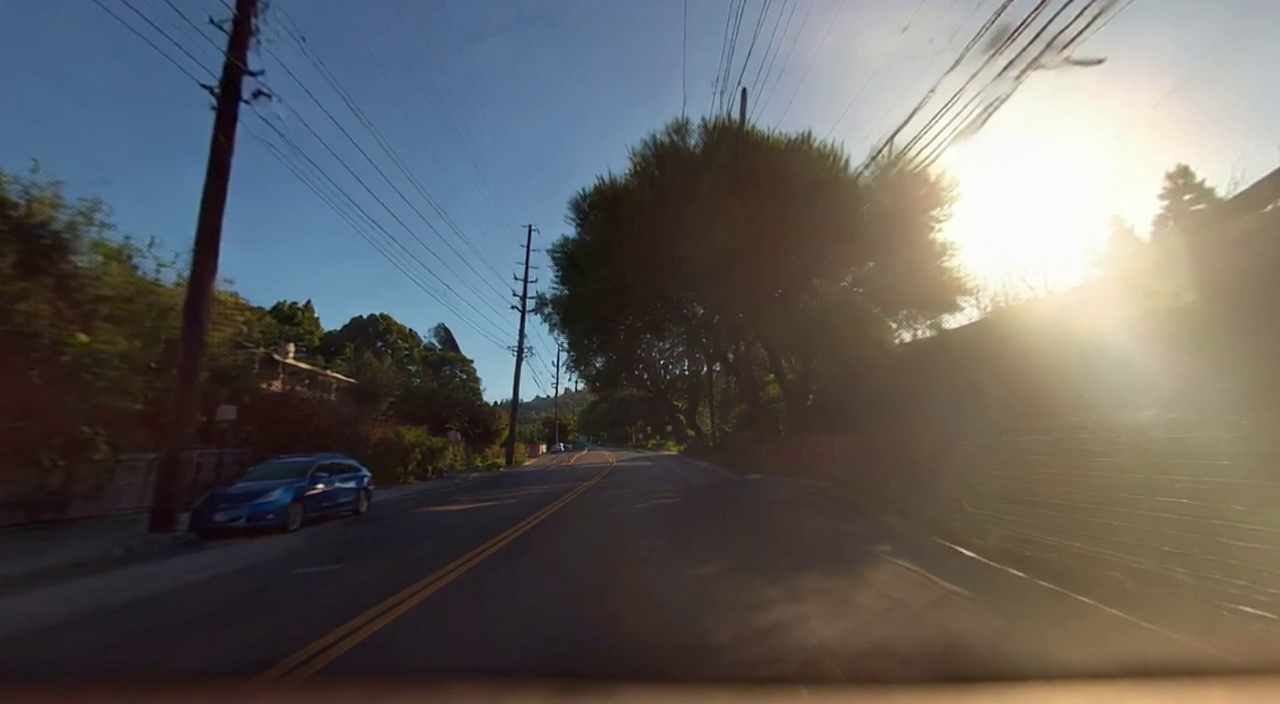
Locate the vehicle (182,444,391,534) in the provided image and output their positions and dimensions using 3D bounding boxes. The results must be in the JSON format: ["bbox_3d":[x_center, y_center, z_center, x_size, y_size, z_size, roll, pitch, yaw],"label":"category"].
[{"bbox_3d":[-7.763,2.988,14.540,2.114,1.693,4.468,-1,-8,2],"label":"vehicle"}]
